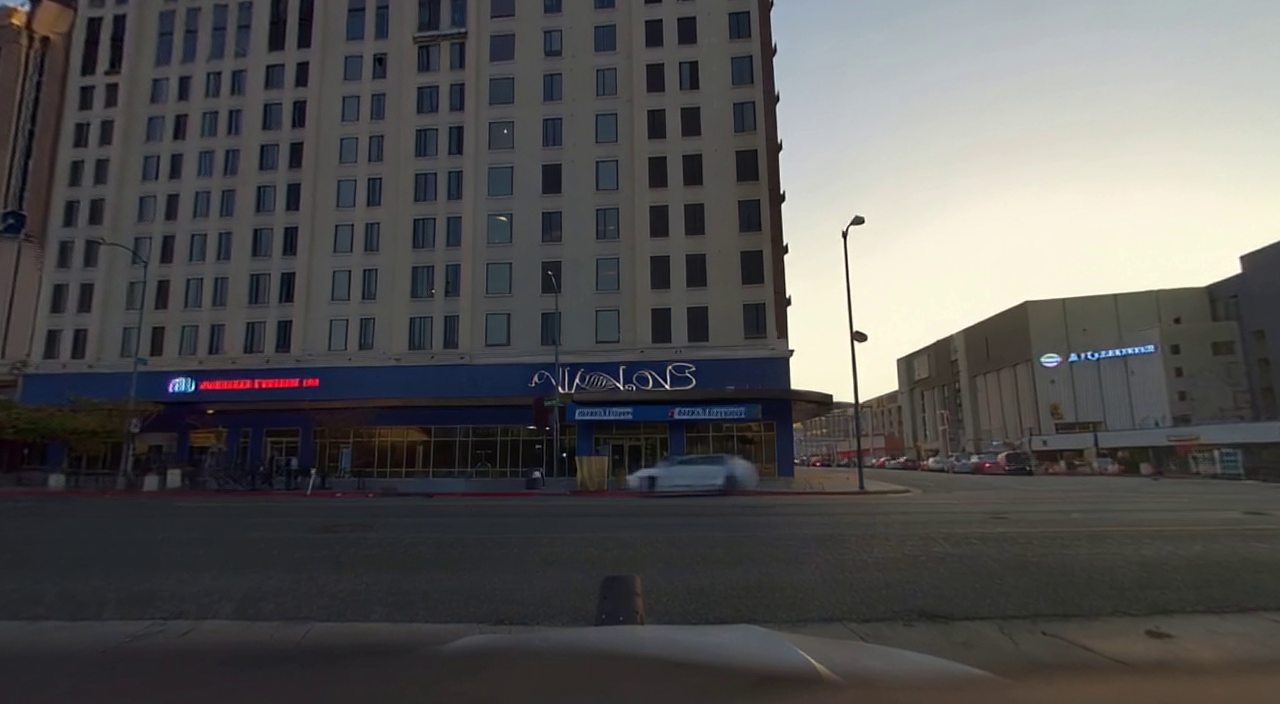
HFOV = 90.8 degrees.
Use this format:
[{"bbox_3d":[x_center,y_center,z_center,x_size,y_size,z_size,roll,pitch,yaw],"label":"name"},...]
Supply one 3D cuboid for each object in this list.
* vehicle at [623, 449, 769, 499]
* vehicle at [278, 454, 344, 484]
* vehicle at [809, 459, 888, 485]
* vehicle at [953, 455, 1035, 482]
[{"bbox_3d":[1.887,4.295,22.448,4.889,1.659,2.059,1,-9,-4],"label":"vehicle"},{"bbox_3d":[-20.036,7.058,38.402,4.596,1.680,1.936,-8,-12,41],"label":"vehicle"},{"bbox_3d":[12.962,7.471,39.565,1.791,1.453,4.593,5,-10,-29],"label":"vehicle"},{"bbox_3d":[25.708,8.450,45.927,4.838,1.799,1.914,-7,-11,39],"label":"vehicle"}]
